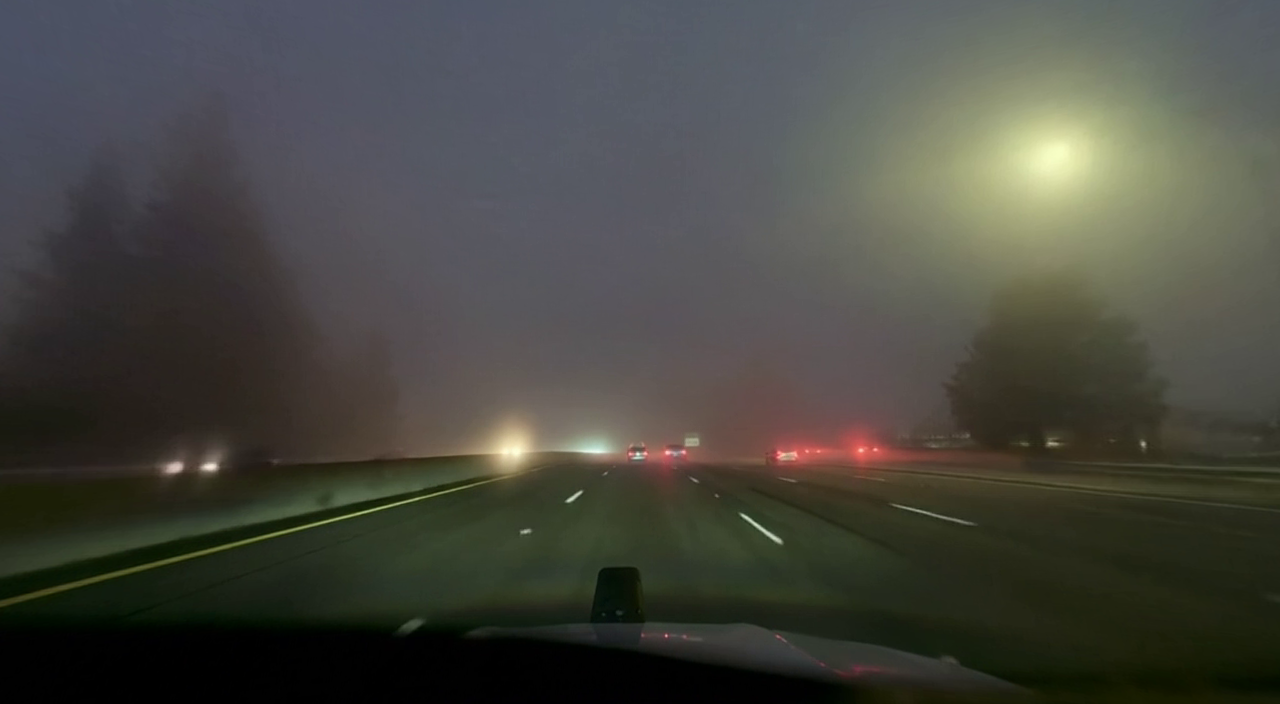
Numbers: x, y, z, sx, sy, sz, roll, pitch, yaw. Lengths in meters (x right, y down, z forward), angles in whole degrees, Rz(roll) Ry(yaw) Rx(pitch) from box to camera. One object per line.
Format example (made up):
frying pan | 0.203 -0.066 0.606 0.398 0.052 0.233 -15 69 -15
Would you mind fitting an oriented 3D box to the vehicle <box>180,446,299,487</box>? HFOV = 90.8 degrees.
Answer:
vehicle | -14.091 4.021 22.547 1.627 1.232 4.064 0 -8 -1
